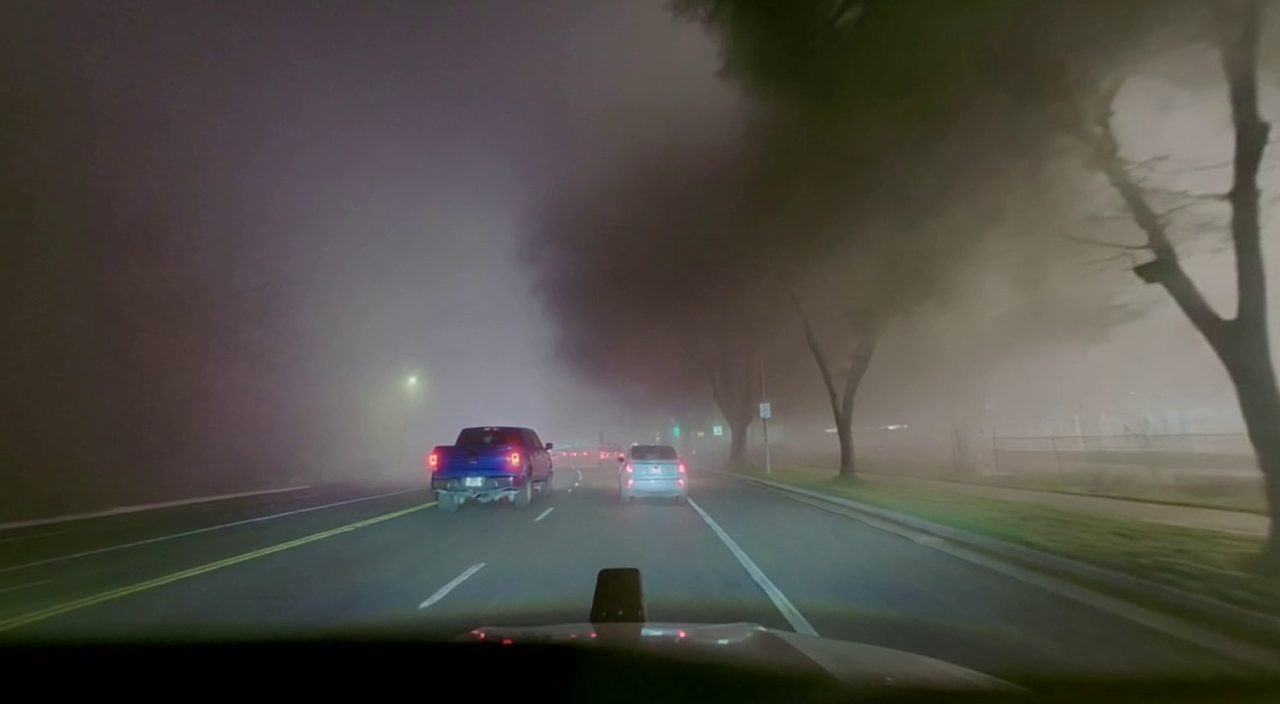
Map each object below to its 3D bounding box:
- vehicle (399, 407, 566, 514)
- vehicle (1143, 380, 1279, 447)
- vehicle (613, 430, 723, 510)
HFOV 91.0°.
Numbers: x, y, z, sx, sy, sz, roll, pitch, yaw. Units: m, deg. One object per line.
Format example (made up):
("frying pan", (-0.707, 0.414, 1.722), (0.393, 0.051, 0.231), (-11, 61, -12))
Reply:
("vehicle", (-3.305, 2.472, 14.779), (2.512, 1.992, 5.725), (0, -9, -1))
("vehicle", (22.926, 2.349, 23.466), (6.027, 2.377, 2.245), (-5, -10, 27))
("vehicle", (0.468, 2.624, 14.424), (2.142, 1.528, 4.133), (0, -9, -2))
